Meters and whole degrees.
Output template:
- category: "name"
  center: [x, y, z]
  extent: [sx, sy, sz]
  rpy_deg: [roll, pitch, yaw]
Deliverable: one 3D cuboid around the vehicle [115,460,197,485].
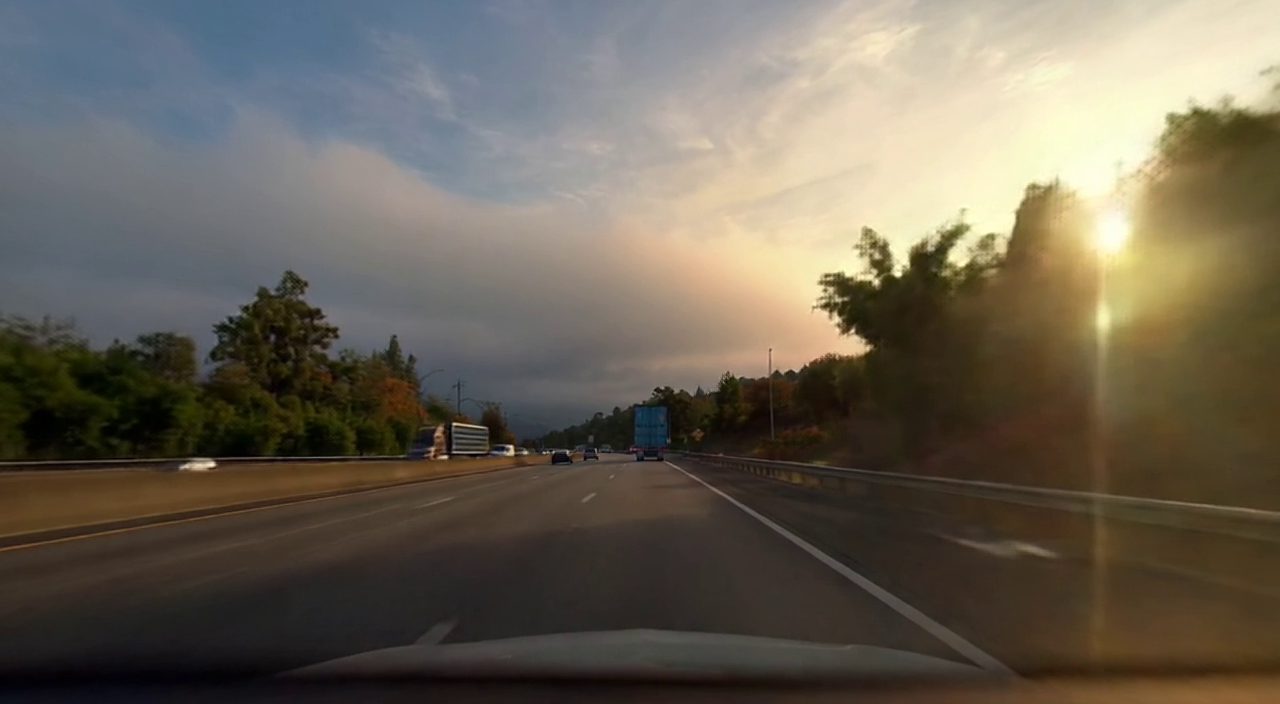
- category: "vehicle"
  center: [-35.484, 8.816, 46.374]
  extent: [1.871, 1.622, 4.890]
  rpy_deg: [0, -9, 5]
